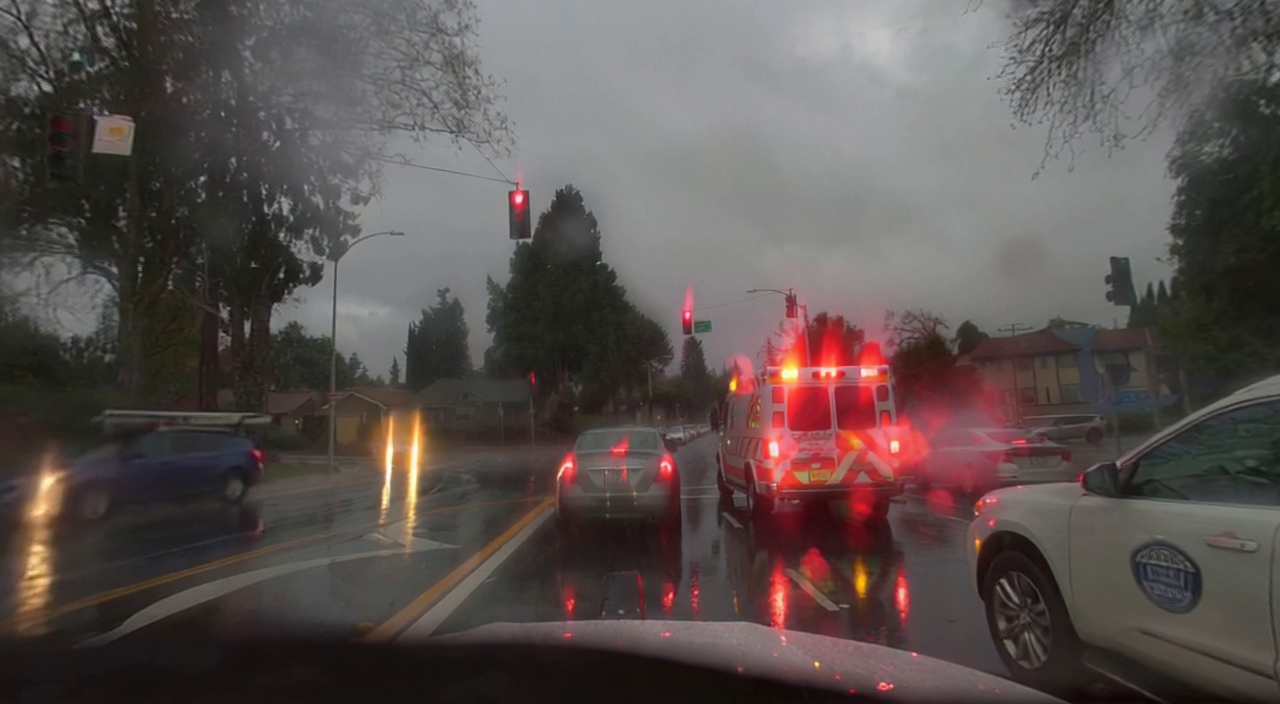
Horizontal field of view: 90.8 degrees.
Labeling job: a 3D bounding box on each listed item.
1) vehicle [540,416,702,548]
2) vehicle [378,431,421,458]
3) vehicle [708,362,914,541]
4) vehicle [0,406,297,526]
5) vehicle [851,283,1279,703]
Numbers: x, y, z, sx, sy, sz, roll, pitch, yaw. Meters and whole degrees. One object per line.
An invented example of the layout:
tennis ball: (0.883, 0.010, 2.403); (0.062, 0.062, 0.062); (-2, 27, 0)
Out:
vehicle: (-0.289, 1.972, 10.193); (2.114, 1.707, 3.725); (0, -8, -1)
vehicle: (-17.759, 6.875, 46.874); (2.246, 1.880, 4.454); (1, -8, -12)
vehicle: (2.879, 1.895, 12.385); (2.406, 2.687, 5.521); (0, -8, -1)
vehicle: (-10.516, 2.349, 13.651); (2.349, 1.988, 5.813); (-1, -8, 8)
vehicle: (2.844, 0.894, 2.842); (2.194, 1.820, 4.652); (0, -8, 0)
